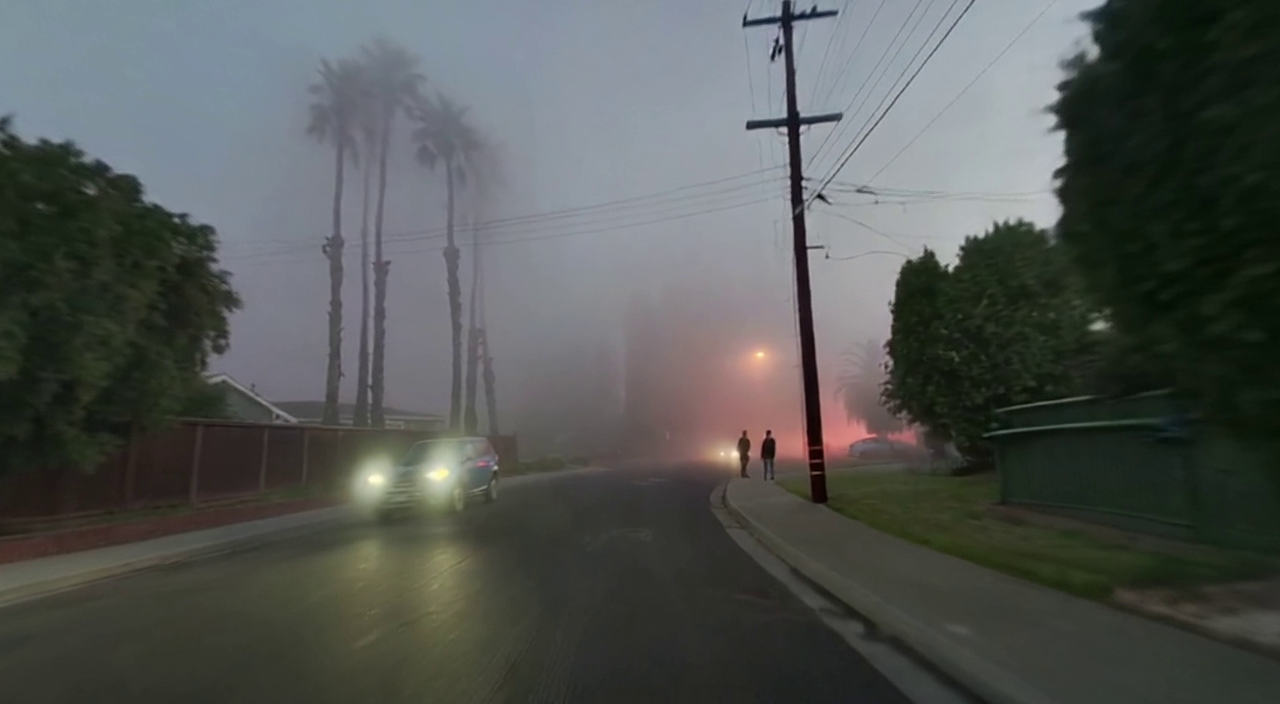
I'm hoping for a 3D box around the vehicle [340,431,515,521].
[{"bbox_3d":[-4.692,2.831,14.892,2.208,1.758,4.529,-1,-9,5],"label":"vehicle"}]
